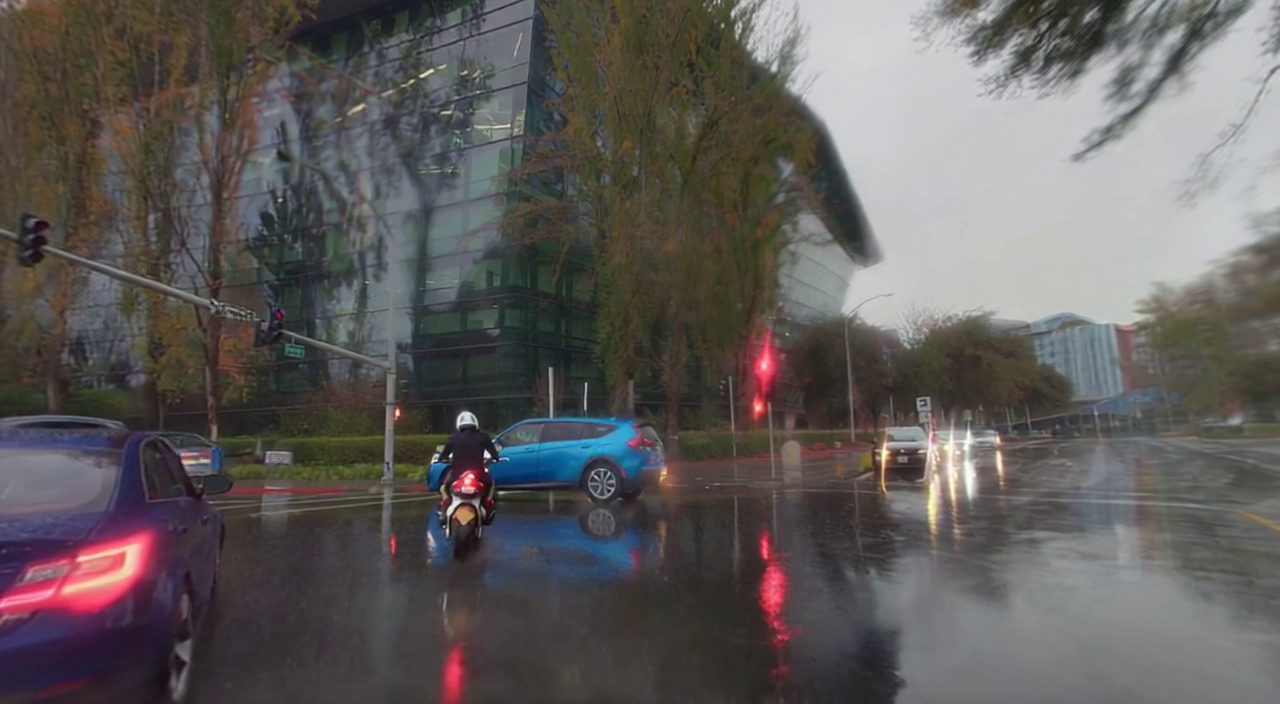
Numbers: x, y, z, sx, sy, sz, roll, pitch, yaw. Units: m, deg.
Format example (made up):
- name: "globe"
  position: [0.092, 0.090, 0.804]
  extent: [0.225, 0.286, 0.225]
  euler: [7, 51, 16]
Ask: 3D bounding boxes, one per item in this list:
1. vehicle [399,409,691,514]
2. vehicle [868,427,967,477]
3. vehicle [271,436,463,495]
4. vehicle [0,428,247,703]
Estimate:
- name: "vehicle"
  position: [-2.059, 2.320, 13.867]
  extent: [5.833, 1.960, 2.341]
  euler: [2, -9, -16]
- name: "vehicle"
  position: [10.346, 3.659, 23.320]
  extent: [2.084, 1.656, 4.583]
  euler: [-7, -11, 38]
- name: "vehicle"
  position: [-7.373, 3.100, 17.352]
  extent: [4.401, 1.480, 1.864]
  euler: [-1, -8, 3]
- name: "vehicle"
  position: [-4.142, 1.306, 4.370]
  extent: [2.009, 1.450, 4.182]
  euler: [5, -10, -36]
